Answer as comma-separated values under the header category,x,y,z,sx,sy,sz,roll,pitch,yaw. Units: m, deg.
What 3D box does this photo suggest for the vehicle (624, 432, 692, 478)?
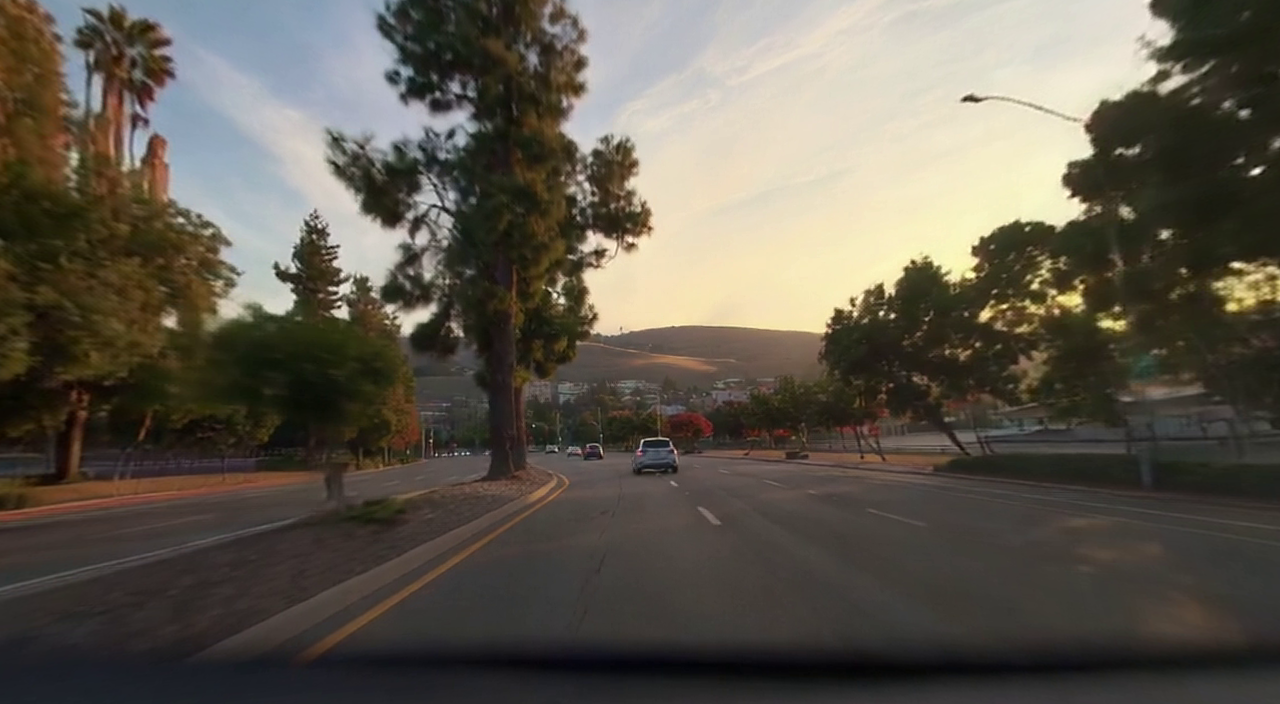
category,x,y,z,sx,sy,sz,roll,pitch,yaw
vehicle,0.658,4.357,26.992,2.253,1.756,4.313,2,-8,-7
